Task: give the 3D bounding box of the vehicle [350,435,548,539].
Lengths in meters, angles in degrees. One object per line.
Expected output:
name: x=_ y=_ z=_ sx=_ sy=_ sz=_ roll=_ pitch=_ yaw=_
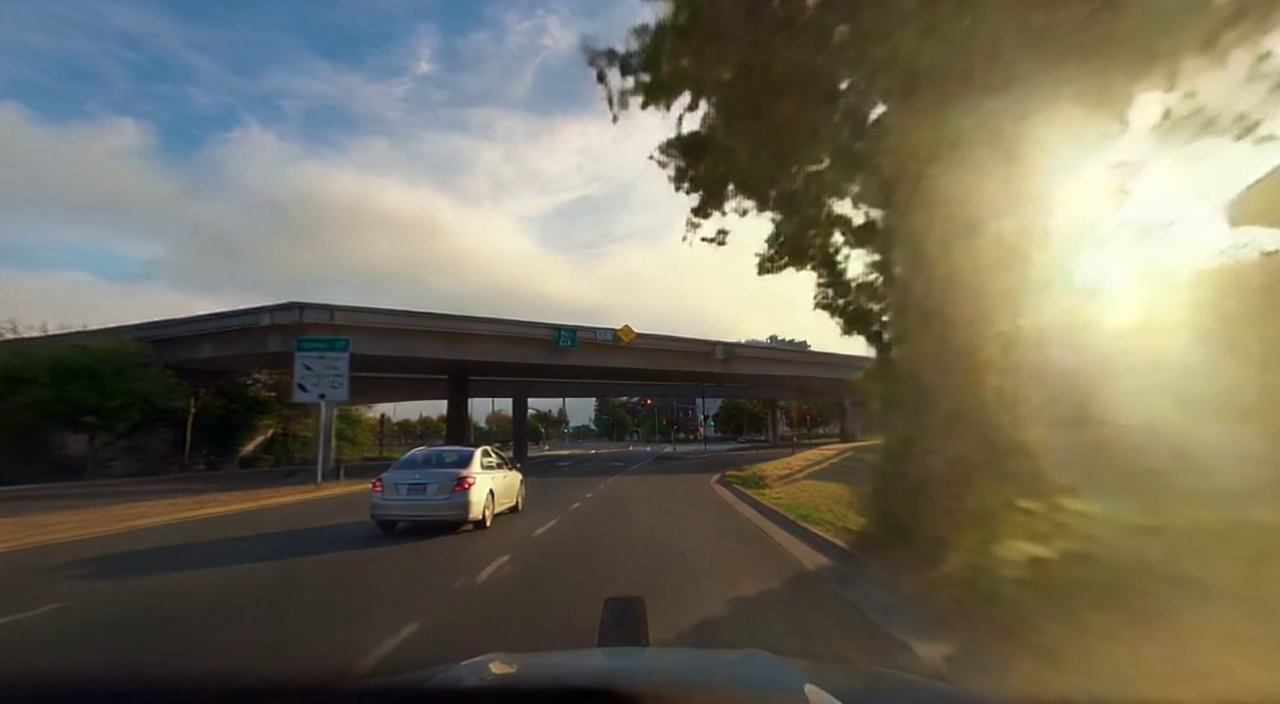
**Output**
vehicle: x=-3.056 y=2.280 z=11.301 sx=1.963 sy=1.460 sz=4.614 roll=0 pitch=-9 yaw=2
